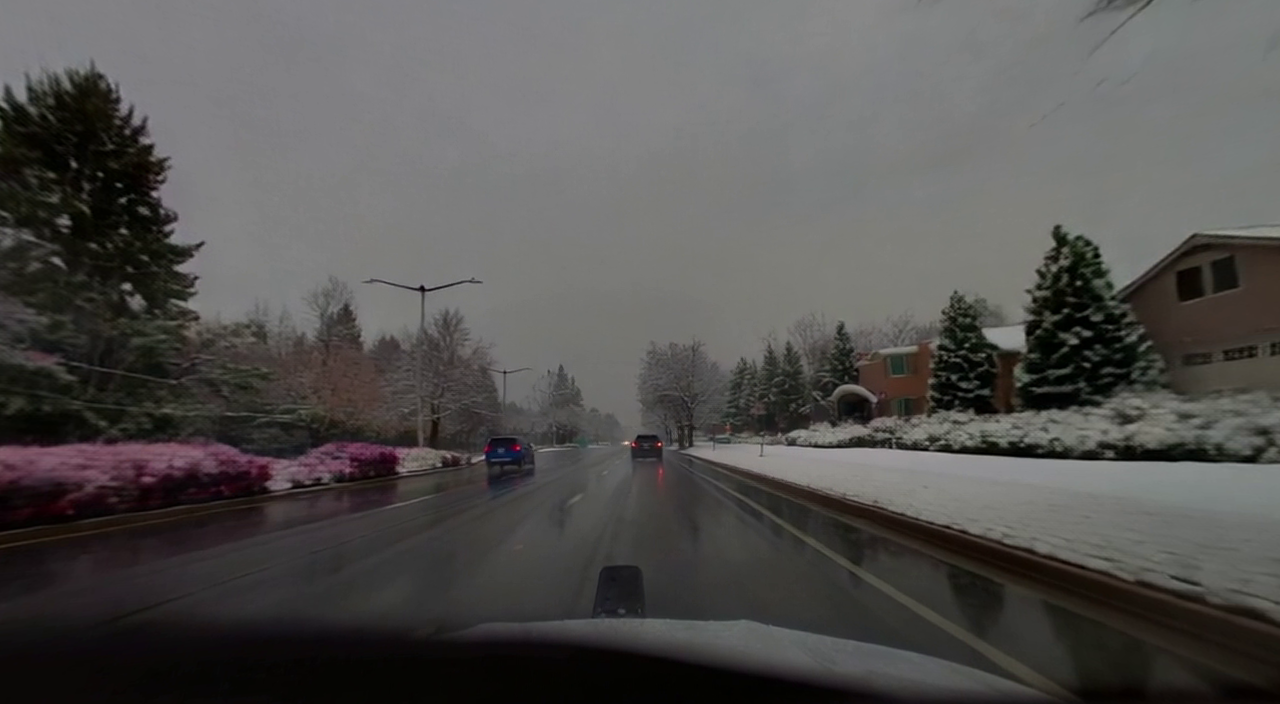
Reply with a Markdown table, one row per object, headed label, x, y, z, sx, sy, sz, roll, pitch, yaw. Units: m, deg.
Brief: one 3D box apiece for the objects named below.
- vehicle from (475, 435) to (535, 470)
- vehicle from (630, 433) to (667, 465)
| label | x | y | z | sx | sy | sz | roll | pitch | yaw |
| --- | --- | --- | --- | --- | --- | --- | --- | --- | --- |
| vehicle | -6.757 | 5.112 | 32.226 | 1.993 | 1.657 | 4.487 | 0 | -8 | 1 |
| vehicle | 0.508 | 5.726 | 37.393 | 2.070 | 1.764 | 4.552 | 0 | -8 | 1 |
